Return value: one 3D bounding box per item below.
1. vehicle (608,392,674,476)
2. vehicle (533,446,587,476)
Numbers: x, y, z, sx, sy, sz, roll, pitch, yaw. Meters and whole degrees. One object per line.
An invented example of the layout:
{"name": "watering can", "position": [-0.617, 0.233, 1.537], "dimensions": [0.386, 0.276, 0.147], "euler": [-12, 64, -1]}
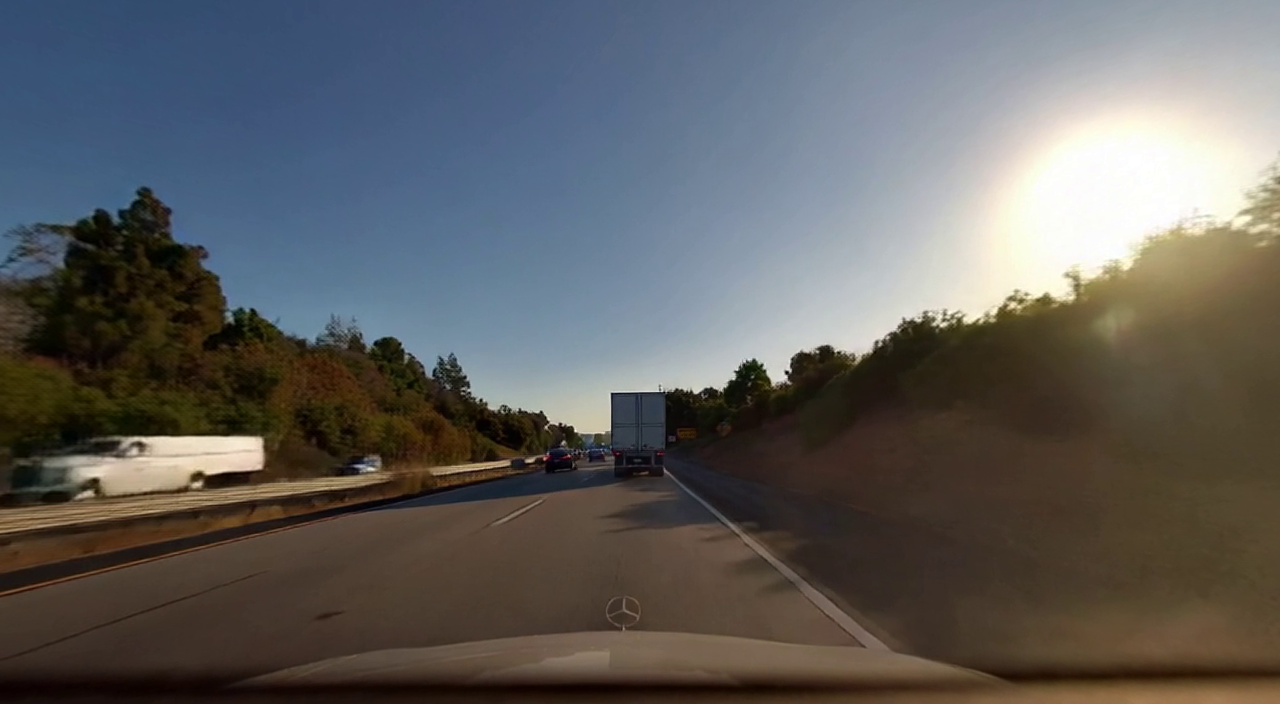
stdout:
{"name": "vehicle", "position": [-0.004, 4.506, 33.663], "dimensions": [2.959, 3.828, 9.617], "euler": [0, -9, -1]}
{"name": "vehicle", "position": [-4.160, 5.777, 33.597], "dimensions": [2.206, 1.478, 4.824], "euler": [0, -9, 0]}
